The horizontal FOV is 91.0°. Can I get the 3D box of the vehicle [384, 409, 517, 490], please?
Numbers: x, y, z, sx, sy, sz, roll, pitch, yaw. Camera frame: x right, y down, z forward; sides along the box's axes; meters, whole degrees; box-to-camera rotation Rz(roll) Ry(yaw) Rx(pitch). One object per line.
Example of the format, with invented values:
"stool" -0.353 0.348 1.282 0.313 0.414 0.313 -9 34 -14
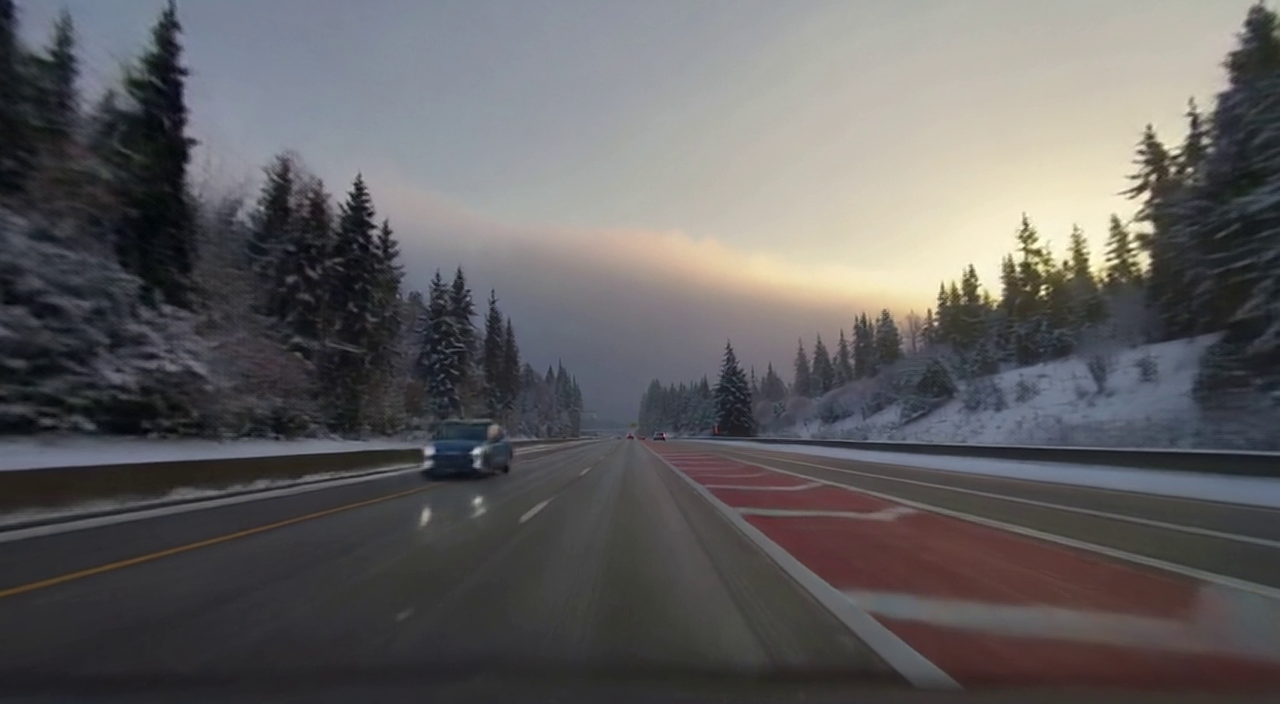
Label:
"vehicle" -5.141 2.742 18.039 2.272 1.960 5.191 0 -8 -1
